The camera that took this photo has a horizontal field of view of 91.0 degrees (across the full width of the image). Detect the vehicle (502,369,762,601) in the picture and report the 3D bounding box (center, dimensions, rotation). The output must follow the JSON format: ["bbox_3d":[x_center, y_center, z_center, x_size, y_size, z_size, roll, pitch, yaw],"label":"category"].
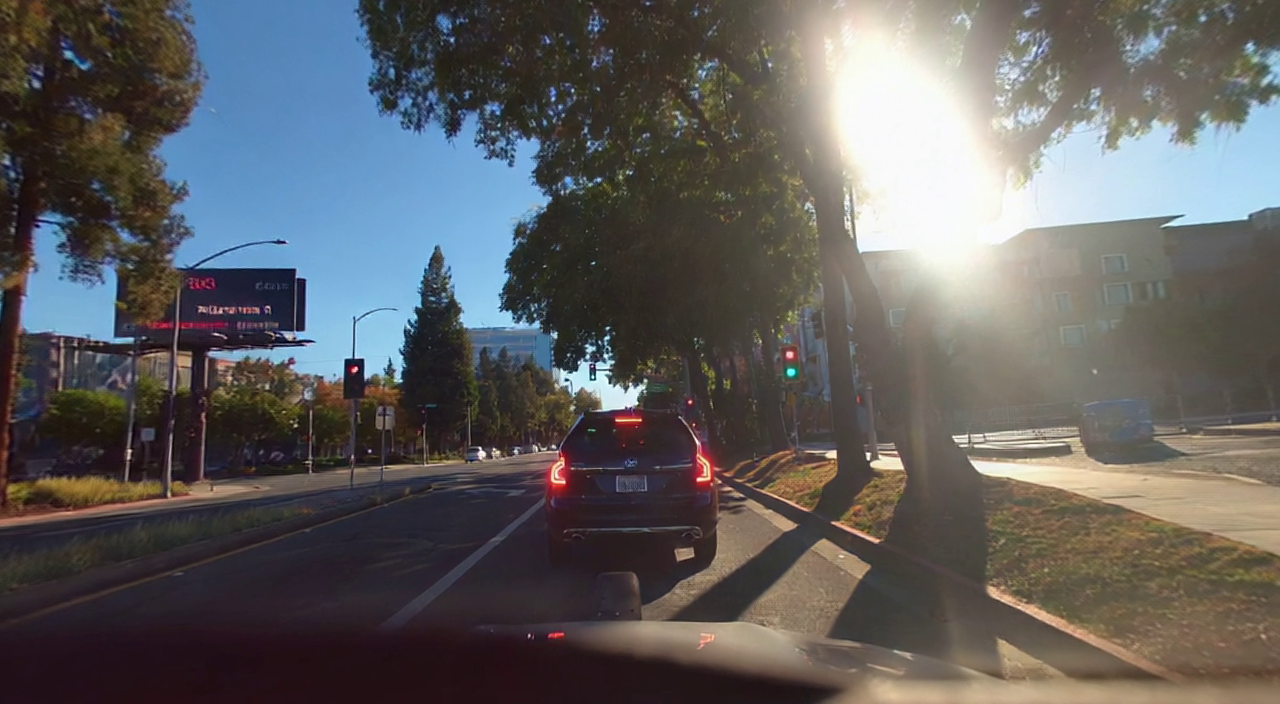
[{"bbox_3d":[-0.063,1.374,7.212,2.142,1.904,3.816,-1,-8,0],"label":"vehicle"}]

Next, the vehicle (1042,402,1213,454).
[{"bbox_3d":[15.270,2.446,19.940,3.750,1.502,1.781,-2,-8,13],"label":"vehicle"}]
